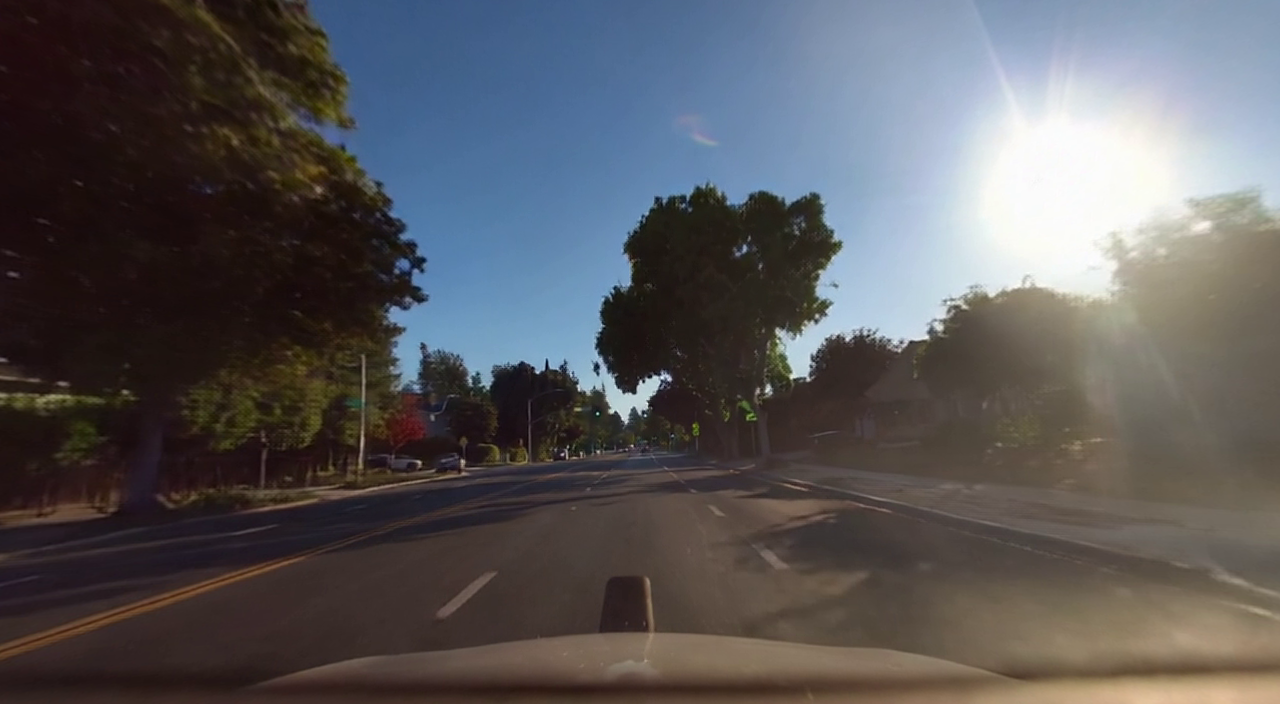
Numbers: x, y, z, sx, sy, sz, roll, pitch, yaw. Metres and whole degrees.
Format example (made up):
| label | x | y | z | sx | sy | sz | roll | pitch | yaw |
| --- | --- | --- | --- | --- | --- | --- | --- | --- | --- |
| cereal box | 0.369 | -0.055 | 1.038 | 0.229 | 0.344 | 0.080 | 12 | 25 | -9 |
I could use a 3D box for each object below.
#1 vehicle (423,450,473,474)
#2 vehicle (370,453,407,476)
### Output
| label | x | y | z | sx | sy | sz | roll | pitch | yaw |
| --- | --- | --- | --- | --- | --- | --- | --- | --- | --- |
| vehicle | -14.012 | 8.059 | 46.293 | 2.199 | 1.592 | 4.492 | -1 | -8 | 1 |
| vehicle | -19.039 | 8.513 | 47.834 | 2.012 | 1.572 | 3.830 | 1 | -8 | -13 |
